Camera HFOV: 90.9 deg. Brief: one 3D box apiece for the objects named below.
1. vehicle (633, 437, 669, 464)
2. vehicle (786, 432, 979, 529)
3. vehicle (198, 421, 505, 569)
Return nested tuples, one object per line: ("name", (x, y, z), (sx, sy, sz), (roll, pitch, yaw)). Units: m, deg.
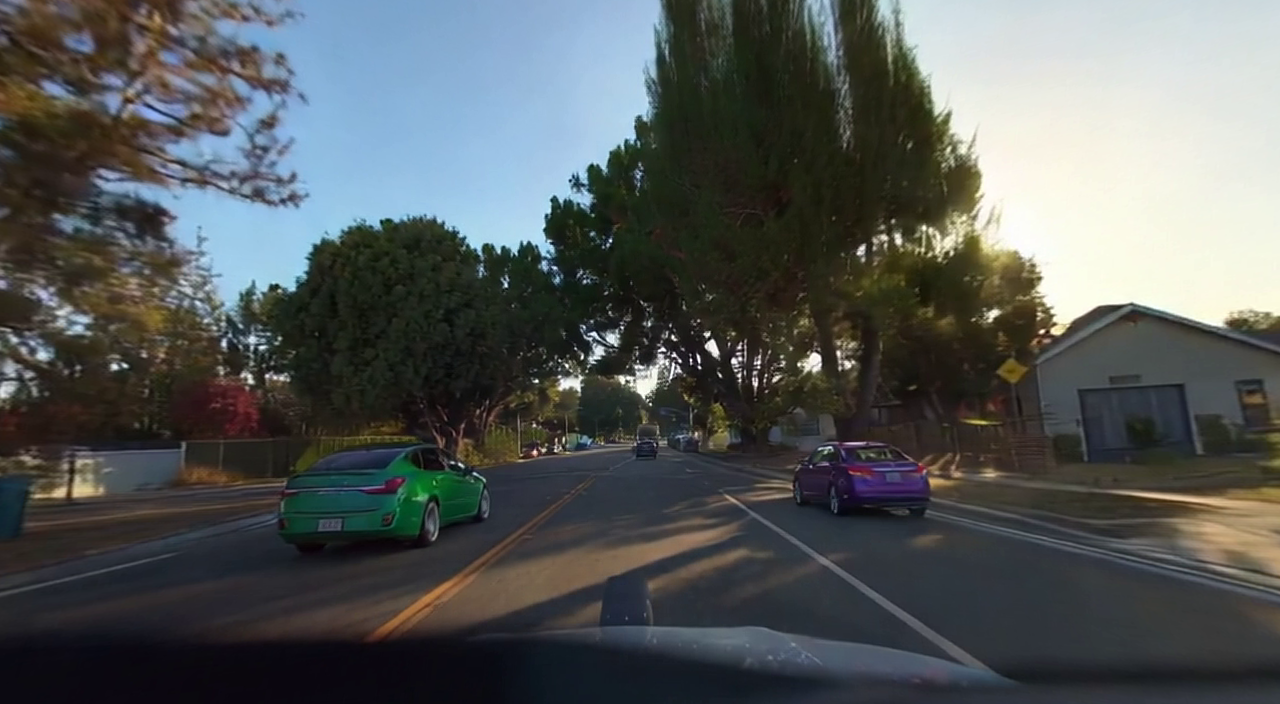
("vehicle", (0.675, 6.268, 40.559), (2.206, 1.525, 4.695), (-1, -7, 0))
("vehicle", (4.309, 2.289, 12.124), (1.943, 1.471, 4.515), (-1, -7, 0))
("vehicle", (-3.630, 1.847, 9.258), (2.162, 1.546, 4.889), (-1, -7, 1))
